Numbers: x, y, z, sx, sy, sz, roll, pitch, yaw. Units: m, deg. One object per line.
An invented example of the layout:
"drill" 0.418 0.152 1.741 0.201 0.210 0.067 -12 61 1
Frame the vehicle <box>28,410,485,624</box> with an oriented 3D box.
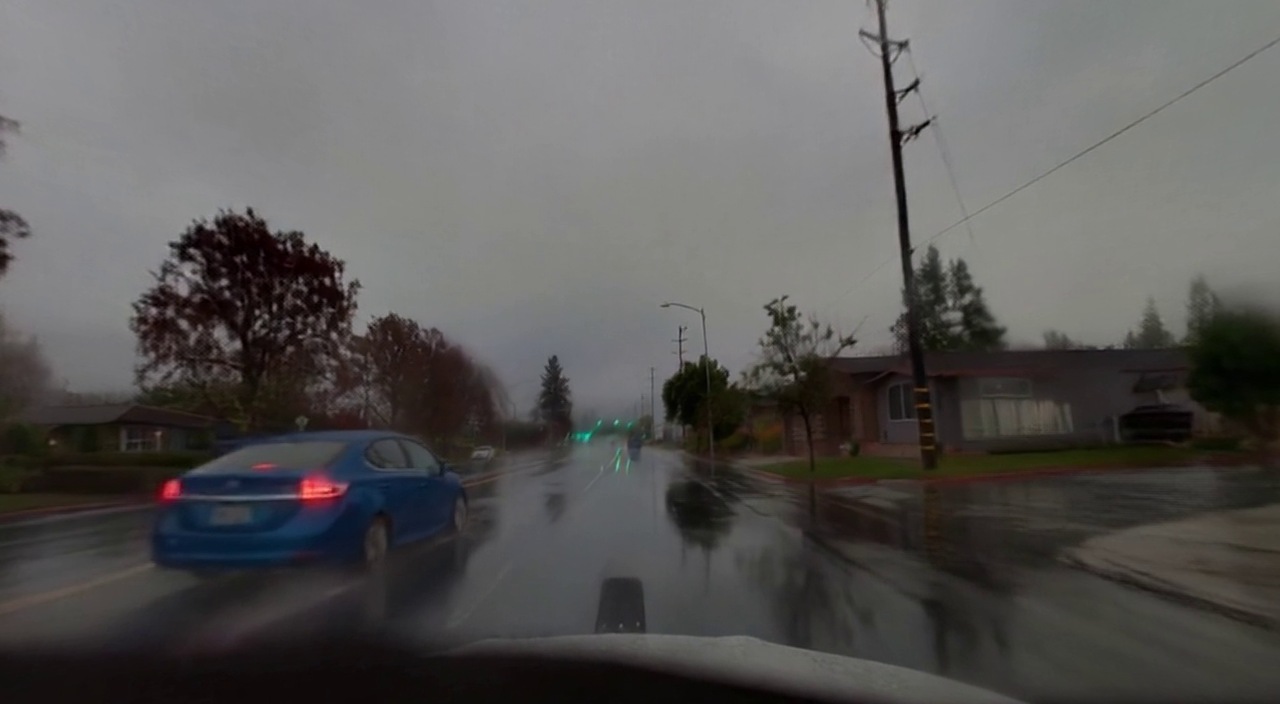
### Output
"vehicle" -3.233 1.478 6.634 2.113 1.493 4.222 0 -8 0
